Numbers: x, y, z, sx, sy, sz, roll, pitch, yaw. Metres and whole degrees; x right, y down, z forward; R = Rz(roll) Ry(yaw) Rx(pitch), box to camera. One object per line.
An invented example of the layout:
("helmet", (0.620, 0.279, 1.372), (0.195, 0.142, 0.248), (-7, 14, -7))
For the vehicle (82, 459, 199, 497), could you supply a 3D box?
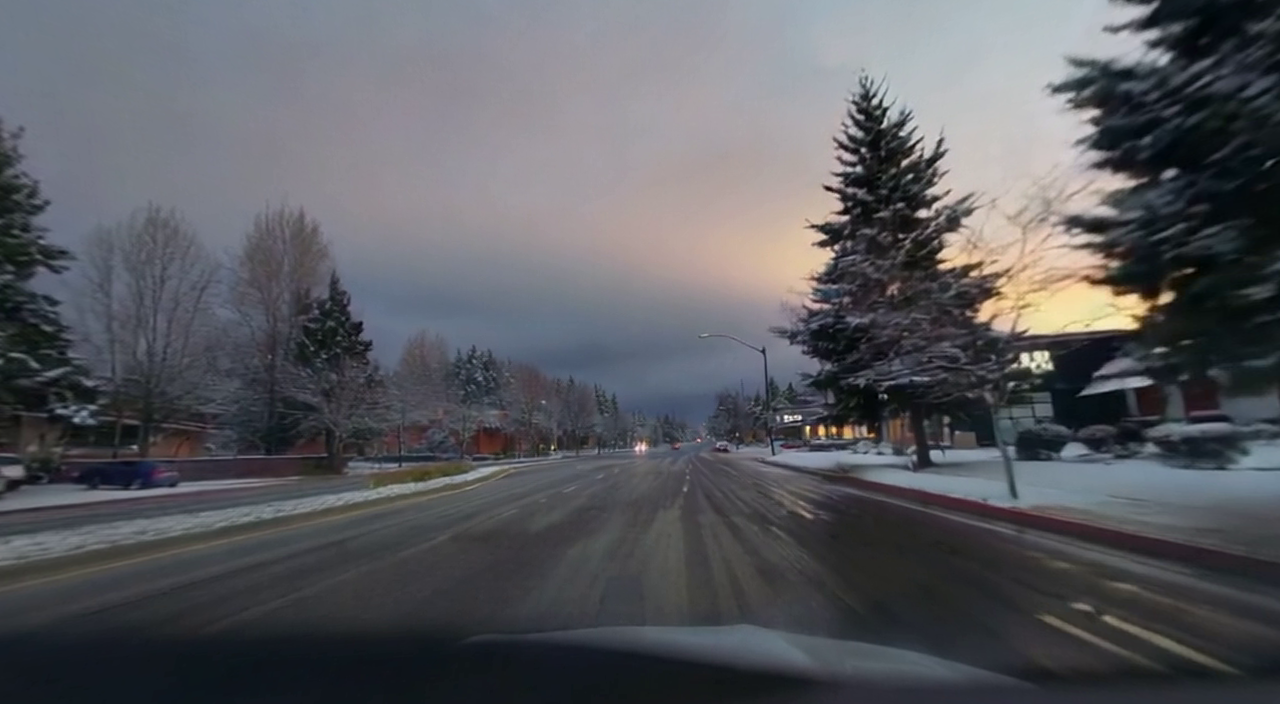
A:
("vehicle", (-22.165, 5.574, 28.258), (1.618, 1.425, 4.159), (-1, -9, 4))
